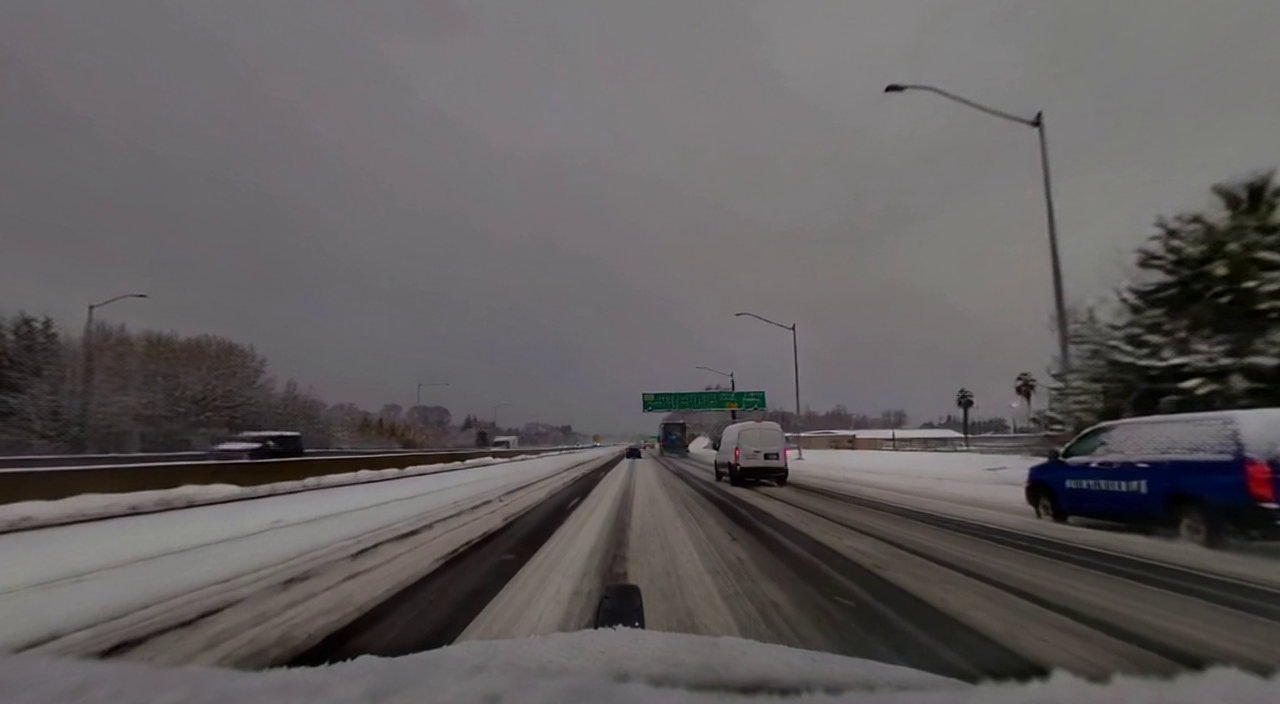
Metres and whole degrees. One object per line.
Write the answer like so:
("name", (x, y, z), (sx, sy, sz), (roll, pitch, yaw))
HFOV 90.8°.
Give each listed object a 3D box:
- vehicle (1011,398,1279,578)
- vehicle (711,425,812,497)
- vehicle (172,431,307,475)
("vehicle", (7.561, 1.667, 8.315), (2.266, 1.799, 4.947), (0, -9, -1))
("vehicle", (3.569, 3.324, 19.623), (2.035, 1.931, 4.841), (0, -9, -2))
("vehicle", (-17.579, 4.502, 28.203), (2.408, 1.737, 5.580), (0, -9, -1))
